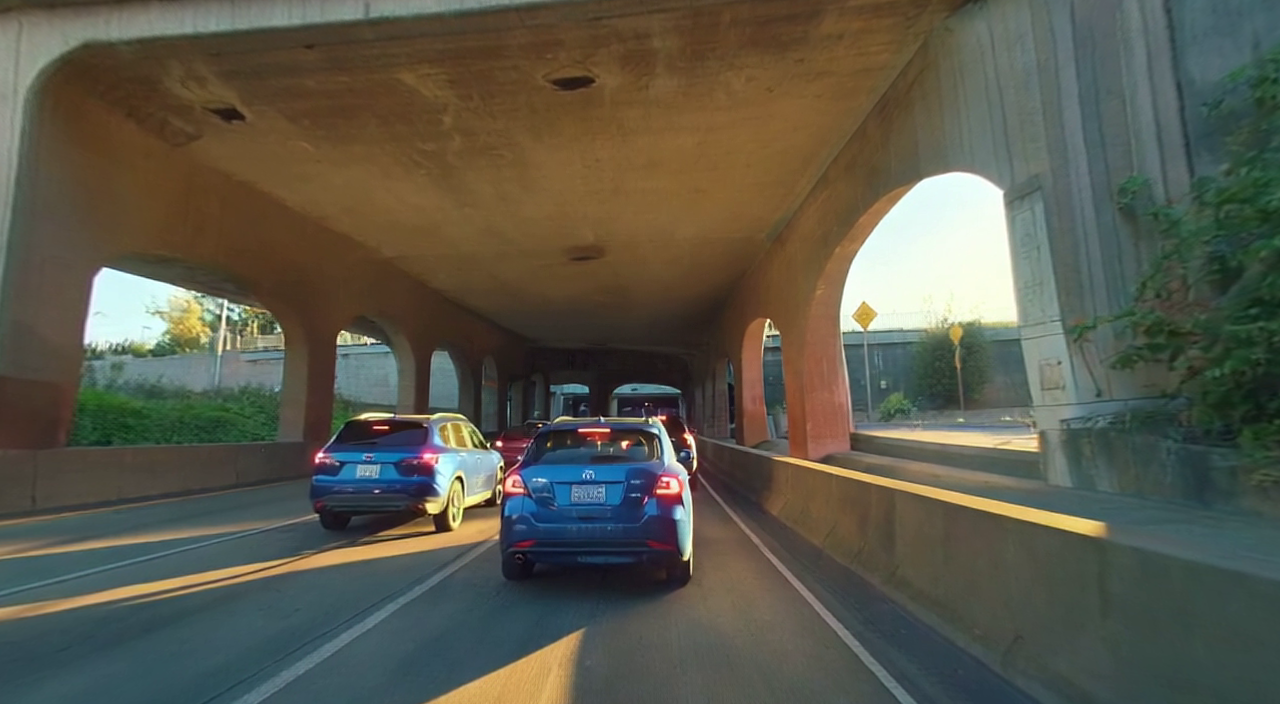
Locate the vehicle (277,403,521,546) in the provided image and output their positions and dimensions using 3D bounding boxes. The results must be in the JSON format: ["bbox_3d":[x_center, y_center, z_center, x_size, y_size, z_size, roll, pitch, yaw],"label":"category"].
[{"bbox_3d":[-3.444,1.861,10.199,2.017,1.761,4.572,-1,-8,2],"label":"vehicle"}]

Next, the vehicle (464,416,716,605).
[{"bbox_3d":[-0.286,1.569,7.143,2.020,1.478,4.092,-1,-8,3],"label":"vehicle"}]
